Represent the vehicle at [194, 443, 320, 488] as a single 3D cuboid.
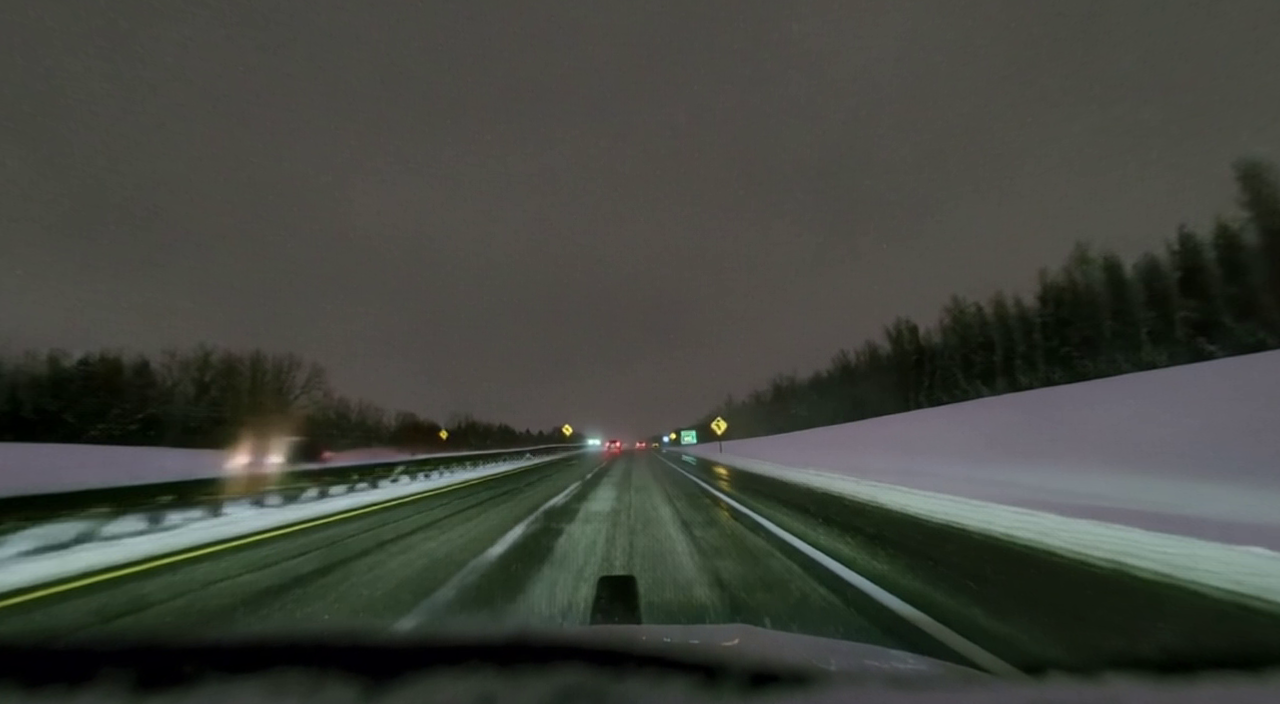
[{"bbox_3d":[-16.122,4.744,26.907,2.164,1.690,5.078,-1,-8,0],"label":"vehicle"}]
